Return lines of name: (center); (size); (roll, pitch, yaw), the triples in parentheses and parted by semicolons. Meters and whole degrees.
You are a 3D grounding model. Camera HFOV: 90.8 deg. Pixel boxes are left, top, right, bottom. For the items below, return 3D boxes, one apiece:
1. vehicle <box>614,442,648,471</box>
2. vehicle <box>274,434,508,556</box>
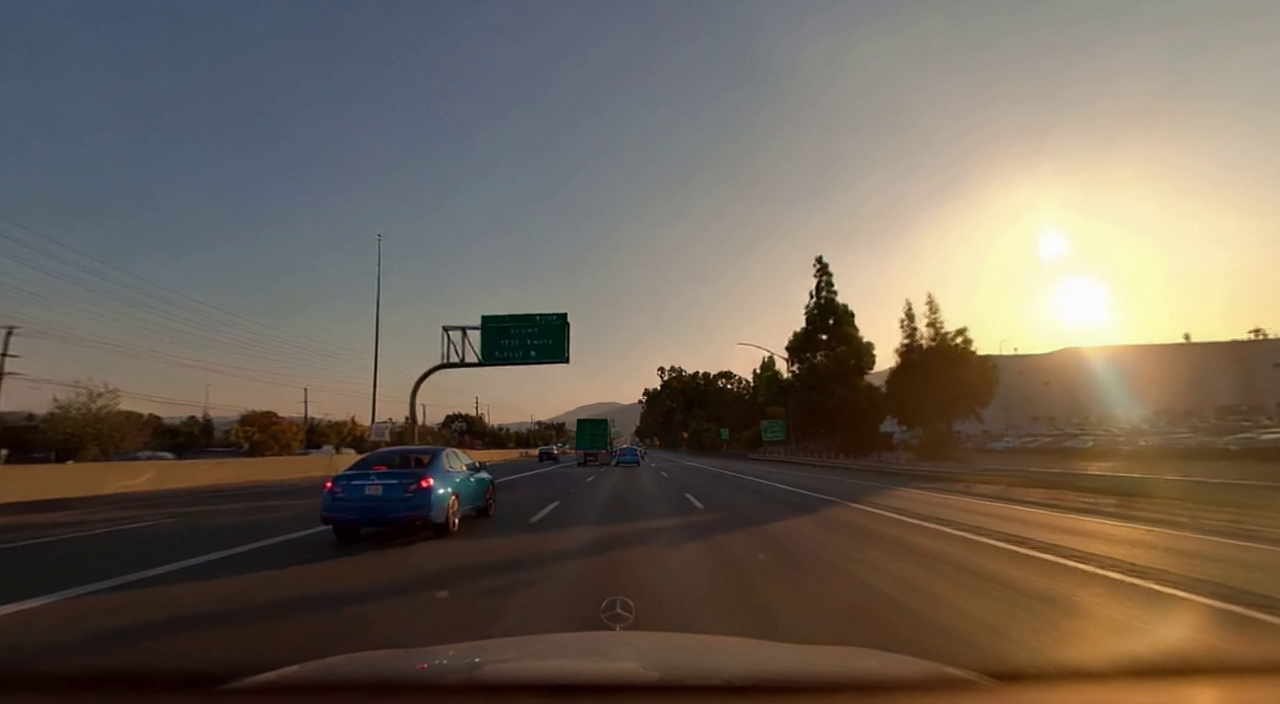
vehicle: (-0.561, 6.557, 39.881); (2.033, 1.669, 4.112); (0, -9, -1)
vehicle: (-3.601, 2.132, 10.197); (1.997, 1.507, 4.391); (0, -9, 0)
